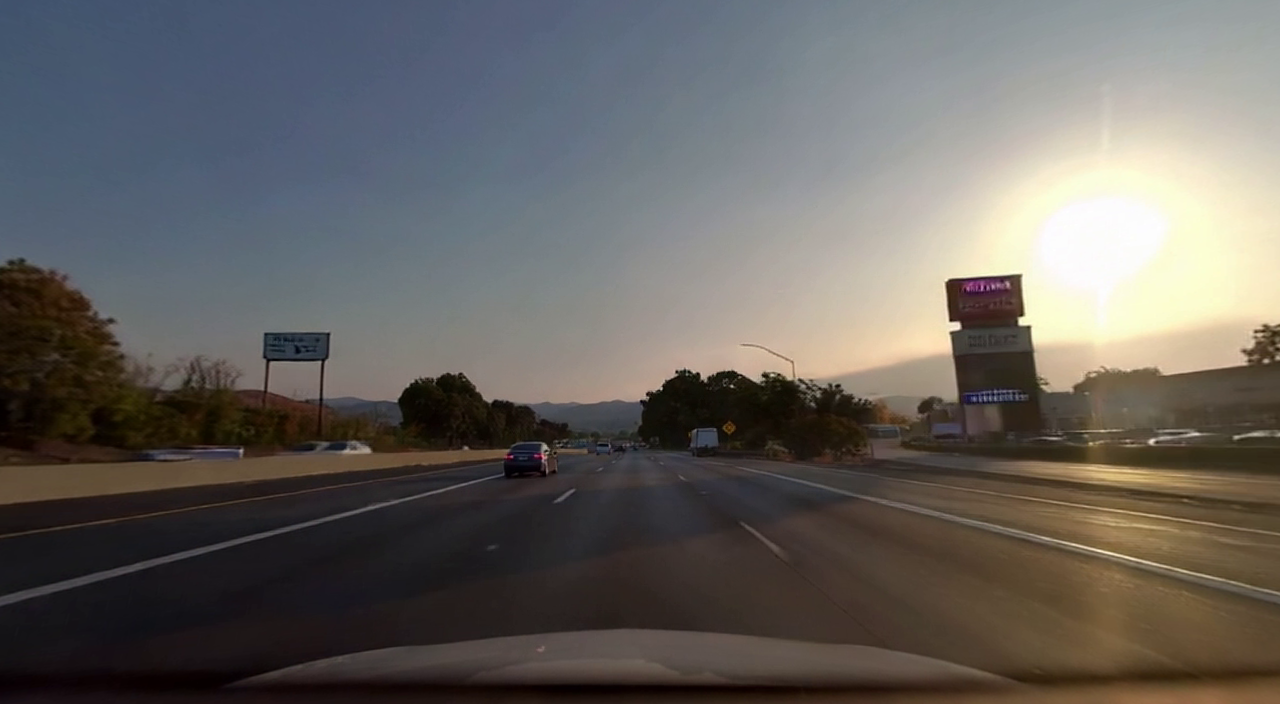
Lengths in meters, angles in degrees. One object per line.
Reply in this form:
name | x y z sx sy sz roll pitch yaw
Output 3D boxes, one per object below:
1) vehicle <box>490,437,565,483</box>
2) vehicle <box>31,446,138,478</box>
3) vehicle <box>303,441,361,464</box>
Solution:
vehicle | -4.000 3.905 23.138 1.939 1.508 4.272 0 -8 0
vehicle | -26.759 5.274 30.588 1.796 1.401 3.732 0 -8 -1
vehicle | -19.139 6.250 39.382 1.811 1.380 3.619 0 -8 0
